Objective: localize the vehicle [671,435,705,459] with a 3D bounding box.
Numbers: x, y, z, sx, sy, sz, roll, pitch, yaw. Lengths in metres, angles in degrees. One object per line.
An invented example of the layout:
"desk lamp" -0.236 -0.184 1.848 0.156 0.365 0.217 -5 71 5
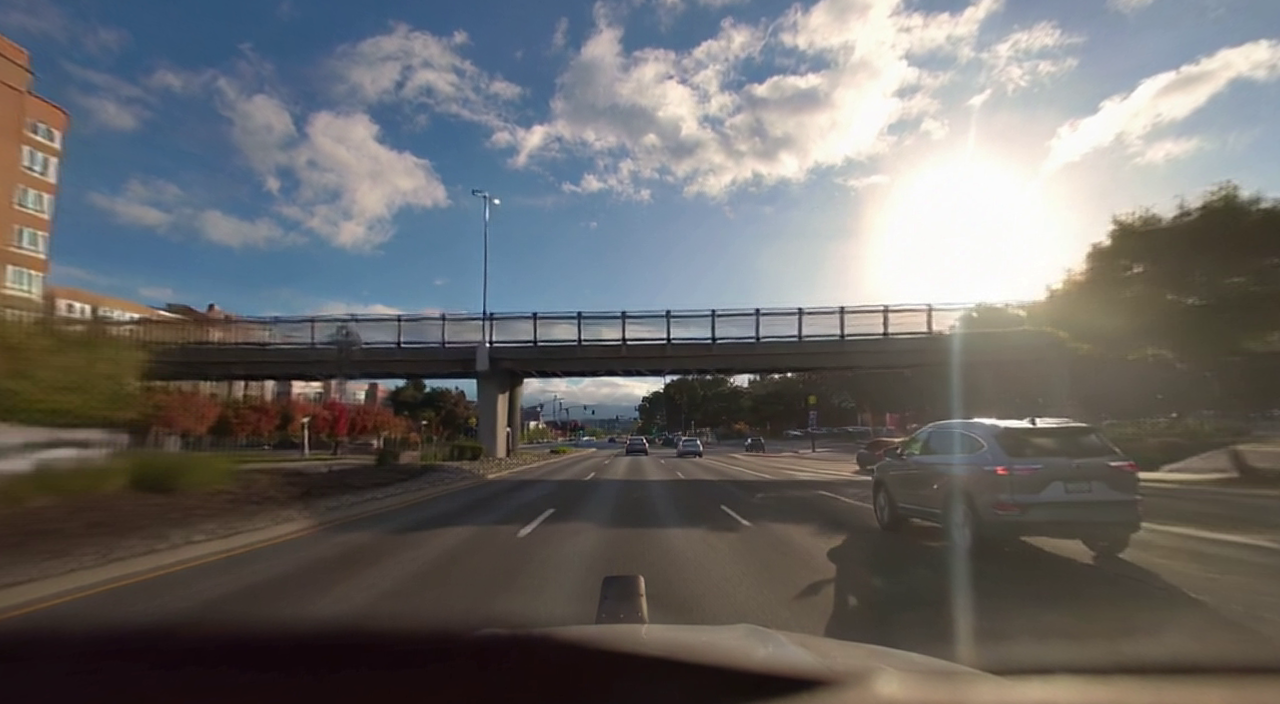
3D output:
"vehicle" 3.472 6.999 46.576 2.165 1.708 3.928 0 -8 0

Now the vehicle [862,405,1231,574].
"vehicle" 5.057 1.773 8.966 2.130 1.741 4.665 0 -8 1

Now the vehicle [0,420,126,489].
"vehicle" -16.733 2.682 16.680 2.077 1.676 4.921 0 -8 2
